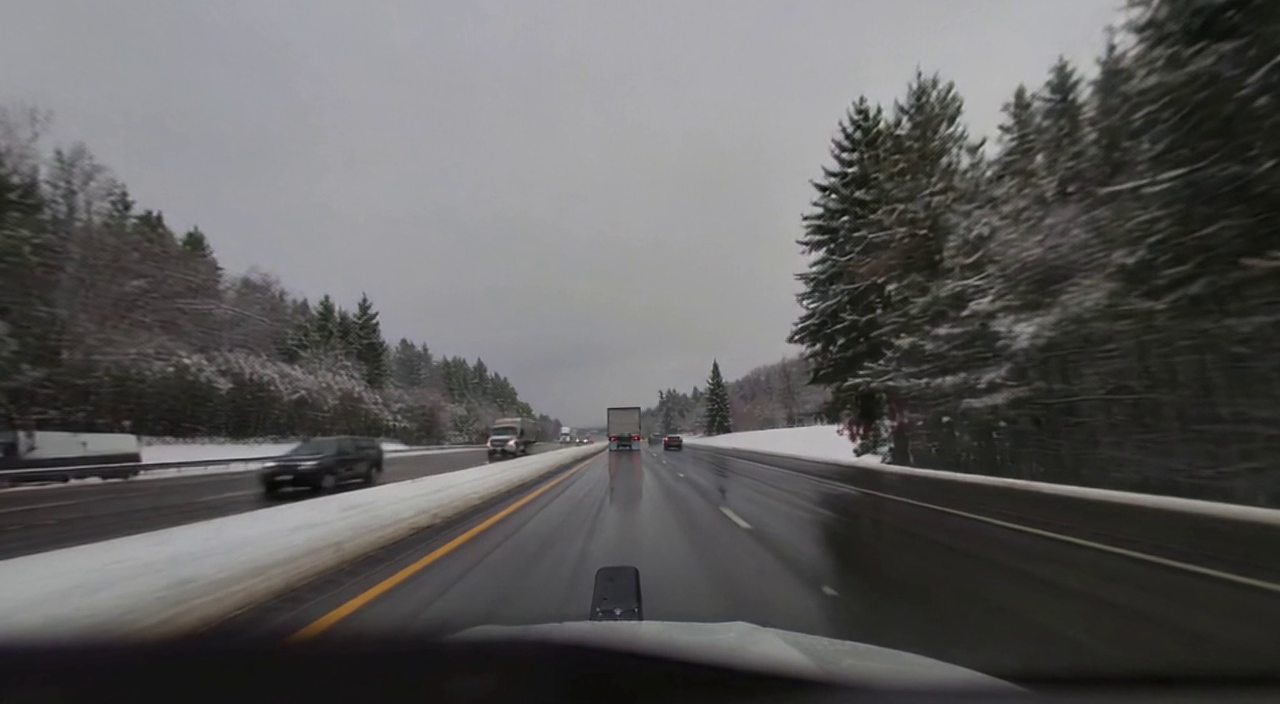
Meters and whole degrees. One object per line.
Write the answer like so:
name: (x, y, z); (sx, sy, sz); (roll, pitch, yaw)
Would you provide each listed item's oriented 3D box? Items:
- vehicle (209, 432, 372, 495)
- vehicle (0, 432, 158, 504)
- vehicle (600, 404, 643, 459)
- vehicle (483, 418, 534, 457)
vehicle: (-9.261, 2.952, 17.207); (1.949, 1.471, 4.555); (0, -8, -2)
vehicle: (-38.165, 7.369, 41.712); (2.874, 4.020, 14.604); (1, -8, -9)
vehicle: (-1.192, 4.984, 39.188); (2.450, 3.098, 6.965); (0, -8, -2)
vehicle: (-10.029, 6.603, 48.558); (2.568, 2.809, 6.308); (0, -8, 0)
